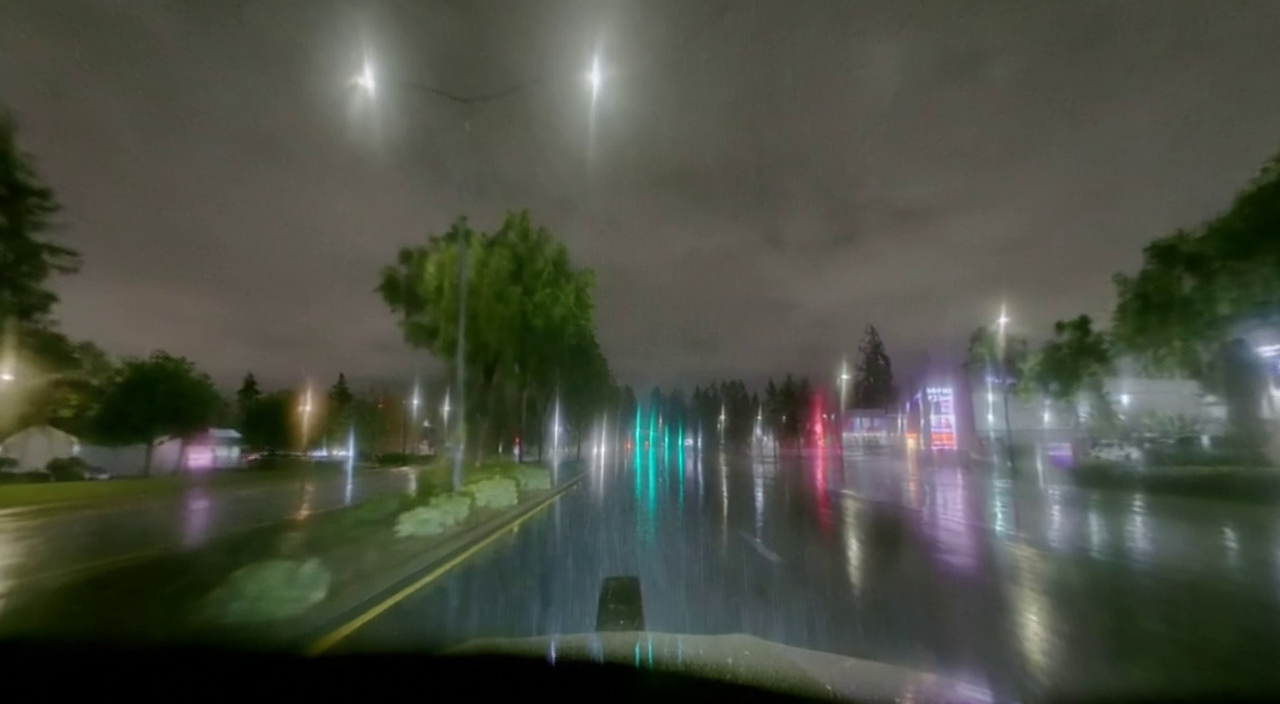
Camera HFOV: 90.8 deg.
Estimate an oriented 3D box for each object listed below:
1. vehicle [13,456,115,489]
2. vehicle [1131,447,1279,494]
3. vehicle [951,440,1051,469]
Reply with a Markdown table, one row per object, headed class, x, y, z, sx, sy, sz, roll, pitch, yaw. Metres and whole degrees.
| class | x | y | z | sx | sy | sz | roll | pitch | yaw |
| --- | --- | --- | --- | --- | --- | --- | --- | --- | --- |
| vehicle | -35.637 | 7.462 | 39.305 | 1.983 | 1.818 | 4.590 | 0 | -8 | 0 |
| vehicle | 20.064 | 4.086 | 21.853 | 4.403 | 1.436 | 1.918 | -2 | -10 | 1 |
| vehicle | 20.176 | 5.734 | 35.472 | 4.333 | 1.507 | 2.101 | 0 | -8 | -1 |
